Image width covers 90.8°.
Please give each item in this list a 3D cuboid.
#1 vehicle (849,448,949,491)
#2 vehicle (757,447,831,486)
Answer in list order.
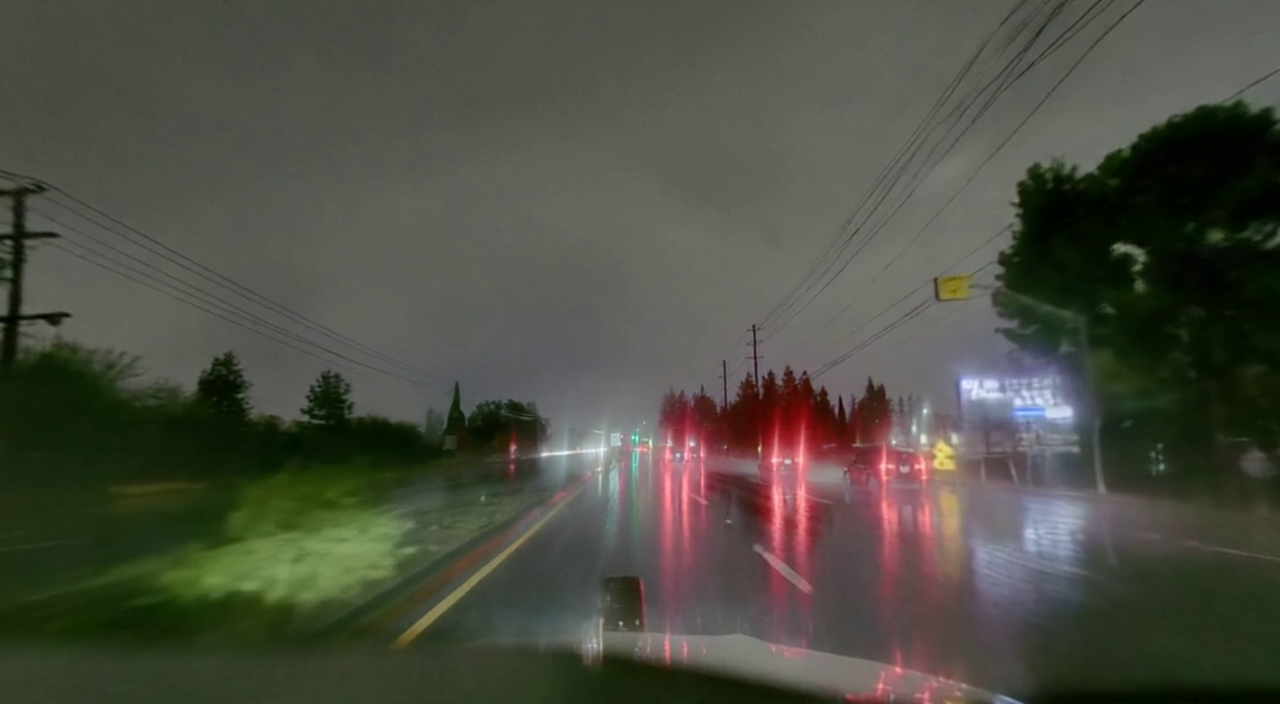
[{"bbox_3d":[9.838,4.456,24.462,1.874,1.482,4.545,0,-8,-1],"label":"vehicle"},{"bbox_3d":[6.251,4.680,26.160,1.882,1.476,4.344,0,-8,-1],"label":"vehicle"}]
